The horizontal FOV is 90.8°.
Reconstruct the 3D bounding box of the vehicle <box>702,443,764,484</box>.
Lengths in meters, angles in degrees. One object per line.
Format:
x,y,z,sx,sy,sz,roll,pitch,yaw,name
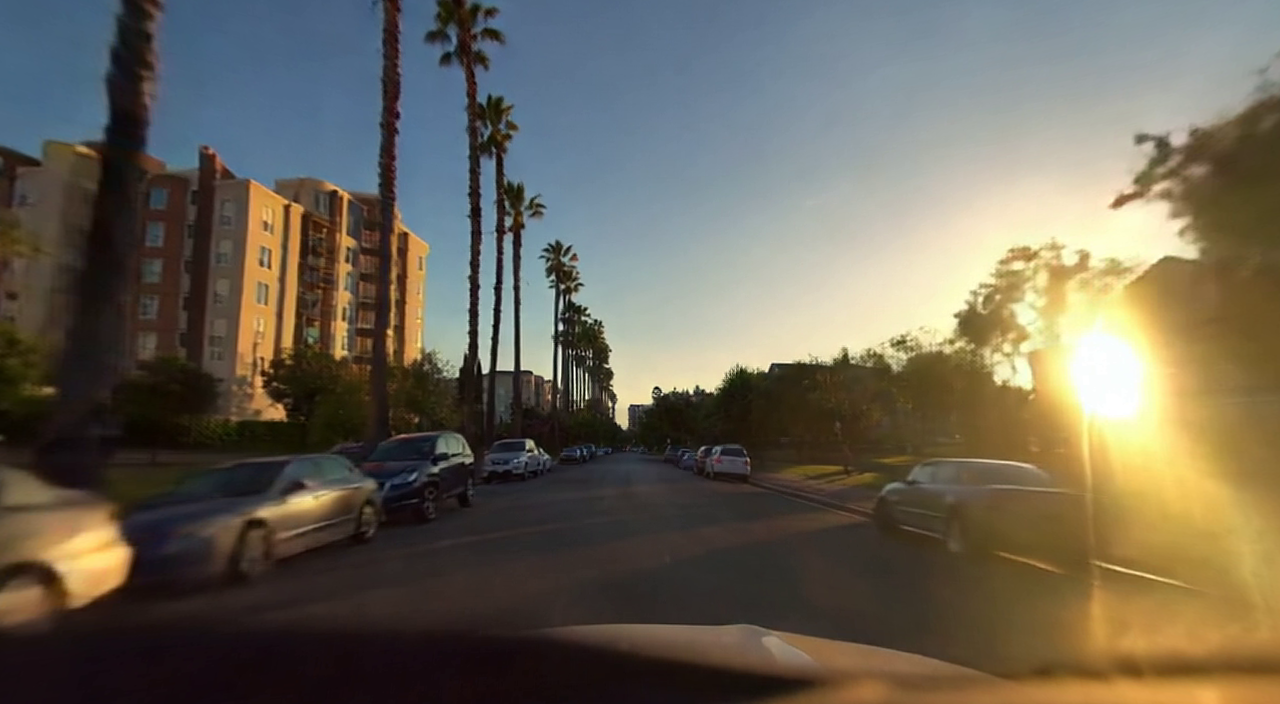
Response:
4.333,5.276,30.287,1.969,1.782,4.677,1,-9,-4,vehicle

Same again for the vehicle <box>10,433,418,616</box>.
-4.390,1.797,7.594,1.840,1.464,4.368,2,-9,-1,vehicle

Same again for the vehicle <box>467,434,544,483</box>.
-5.735,4.658,27.830,2.358,1.905,5.615,0,-9,-2,vehicle

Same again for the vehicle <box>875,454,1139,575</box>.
5.293,2.337,9.774,1.812,1.461,3.575,0,-9,-2,vehicle

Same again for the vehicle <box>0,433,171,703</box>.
-4.425,0.972,2.079,2.066,1.506,4.719,1,-9,1,vehicle
